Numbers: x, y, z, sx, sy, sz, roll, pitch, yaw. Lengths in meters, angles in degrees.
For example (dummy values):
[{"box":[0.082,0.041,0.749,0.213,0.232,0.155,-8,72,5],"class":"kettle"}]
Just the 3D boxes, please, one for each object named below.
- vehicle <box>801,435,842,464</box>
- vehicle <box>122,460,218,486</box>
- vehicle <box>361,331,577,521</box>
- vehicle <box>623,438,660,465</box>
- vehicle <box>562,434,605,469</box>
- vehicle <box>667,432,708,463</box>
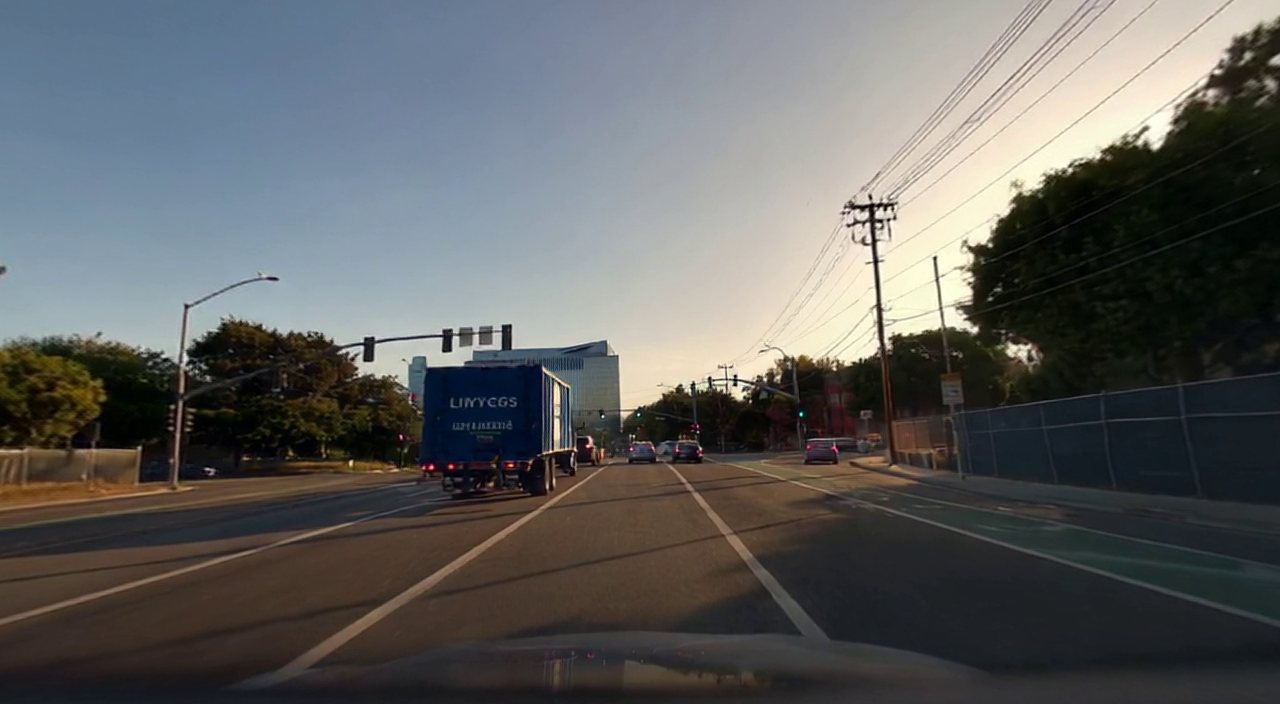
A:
[{"box":[11.389,6.076,39.485,2.102,1.662,4.533,-3,-9,19],"class":"vehicle"},{"box":[-32.057,8.231,43.216,4.718,1.630,2.087,2,-9,-13],"class":"vehicle"},{"box":[-3.410,1.883,15.325,2.889,3.347,8.285,0,-8,0],"class":"vehicle"},{"box":[0.054,6.102,38.858,2.117,1.499,4.036,0,-8,-1],"class":"vehicle"},{"box":[-3.116,5.613,35.835,1.994,1.806,4.564,0,-8,1],"class":"vehicle"},{"box":[2.966,6.081,40.259,2.086,1.849,4.607,0,-8,-2],"class":"vehicle"}]
